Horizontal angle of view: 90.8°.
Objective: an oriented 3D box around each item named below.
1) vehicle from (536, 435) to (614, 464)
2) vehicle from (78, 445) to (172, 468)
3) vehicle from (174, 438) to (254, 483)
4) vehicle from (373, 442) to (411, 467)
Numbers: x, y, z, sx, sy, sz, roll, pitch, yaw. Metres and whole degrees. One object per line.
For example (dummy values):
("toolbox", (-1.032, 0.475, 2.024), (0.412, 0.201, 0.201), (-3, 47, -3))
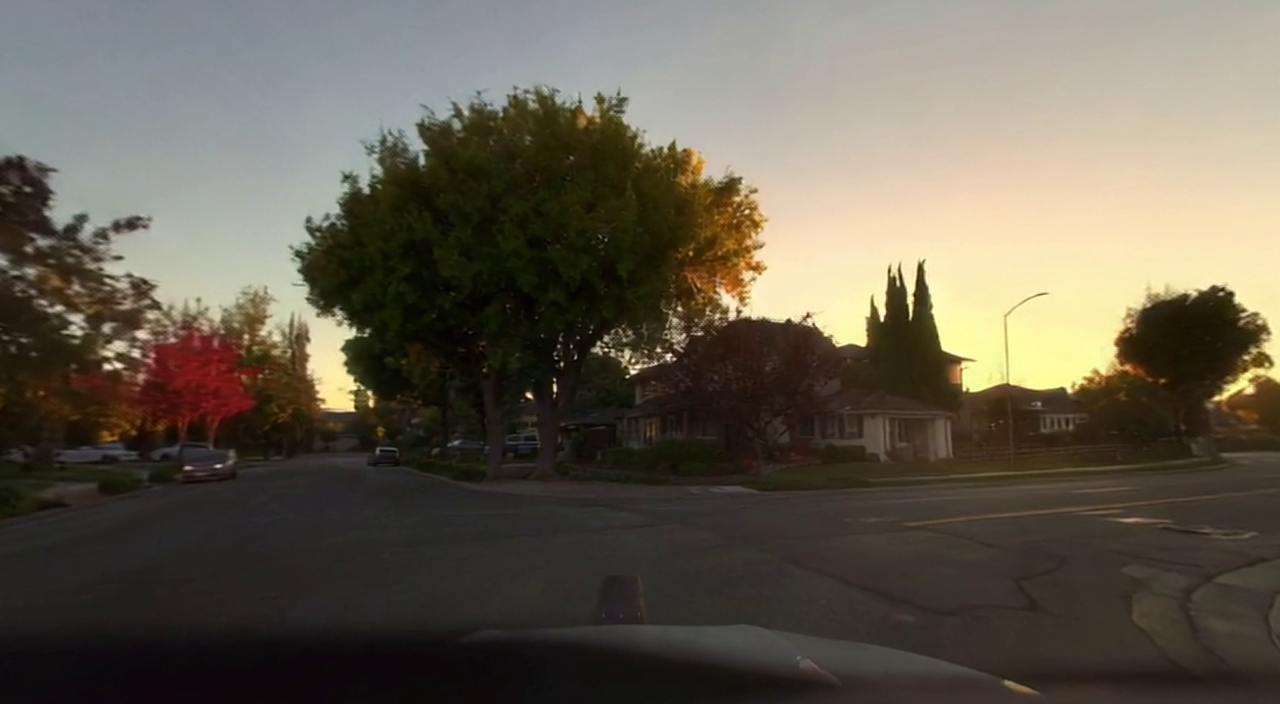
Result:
("vehicle", (-3.849, 5.777, 37.474), (4.241, 1.597, 1.833), (4, -10, -25))
("vehicle", (-34.741, 7.028, 42.790), (4.526, 1.487, 1.766), (4, -10, -25))
("vehicle", (-19.024, 4.828, 28.443), (2.152, 1.826, 4.725), (4, -10, -25))
("vehicle", (-17.360, 7.146, 44.170), (2.109, 1.676, 4.037), (4, -10, -25))
